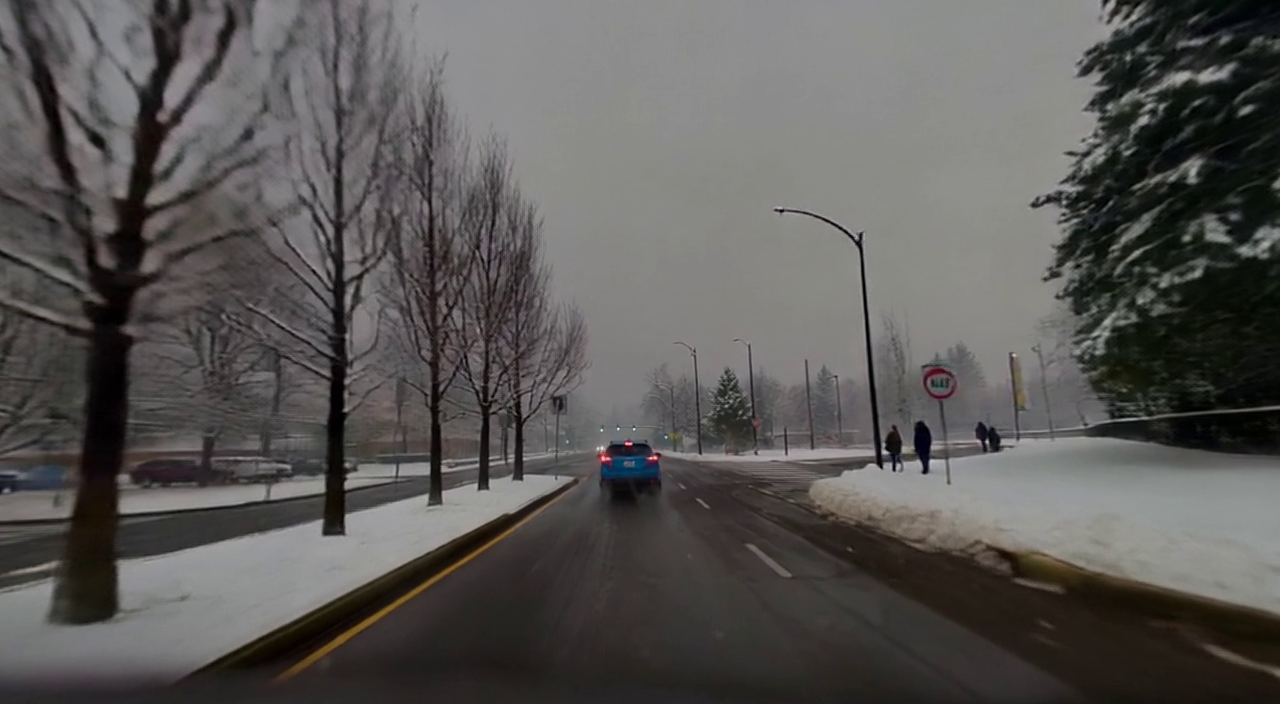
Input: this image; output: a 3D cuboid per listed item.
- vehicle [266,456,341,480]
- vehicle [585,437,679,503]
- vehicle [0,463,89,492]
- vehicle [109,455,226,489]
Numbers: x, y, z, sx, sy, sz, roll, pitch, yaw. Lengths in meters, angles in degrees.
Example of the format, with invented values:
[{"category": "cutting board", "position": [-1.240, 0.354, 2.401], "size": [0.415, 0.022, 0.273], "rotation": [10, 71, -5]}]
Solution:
[{"category": "vehicle", "position": [-23.110, 7.959, 43.457], "size": [4.086, 1.478, 1.844], "rotation": [0, -8, -4]}, {"category": "vehicle", "position": [-0.214, 3.149, 17.339], "size": [2.221, 1.570, 4.398], "rotation": [0, -8, -1]}, {"category": "vehicle", "position": [-35.305, 7.264, 36.685], "size": [4.500, 1.542, 2.155], "rotation": [0, -9, -2]}, {"category": "vehicle", "position": [-22.905, 5.822, 30.760], "size": [4.038, 1.531, 2.015], "rotation": [1, -9, -2]}]
